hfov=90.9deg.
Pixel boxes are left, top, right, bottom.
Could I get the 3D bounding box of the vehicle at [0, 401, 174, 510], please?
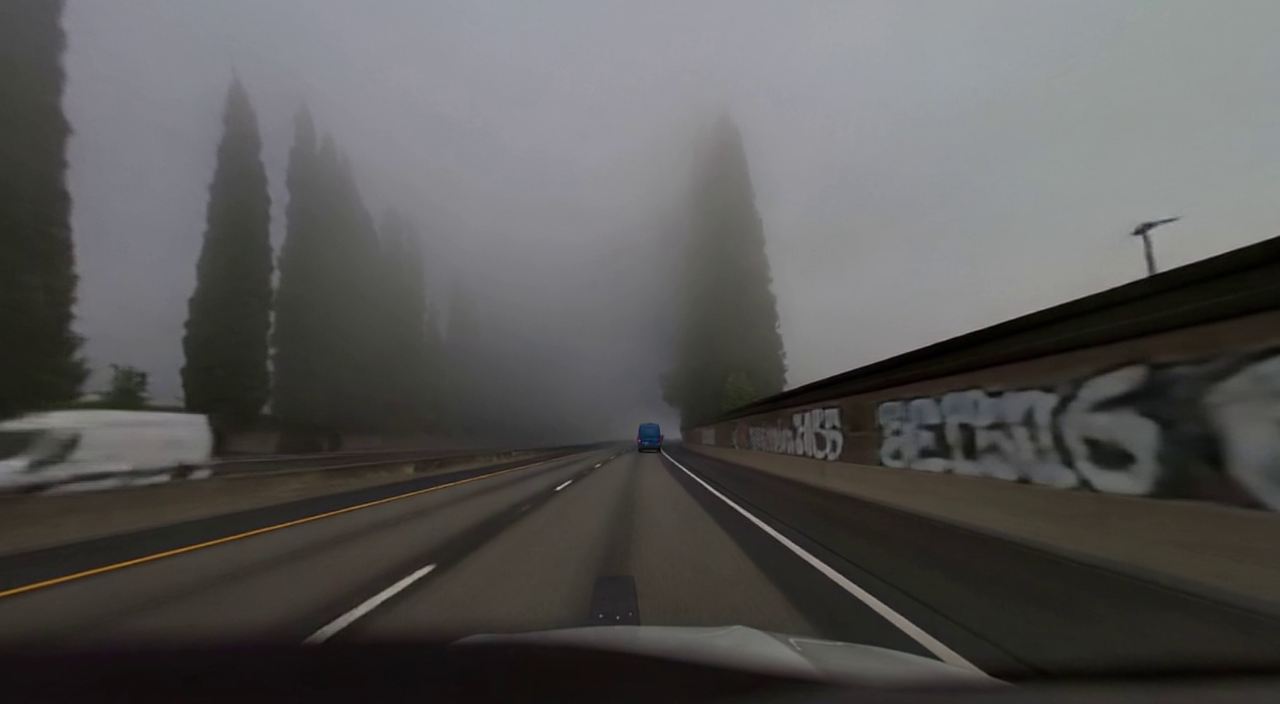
[{"bbox_3d":[-14.507,2.461,15.313,2.452,2.234,5.008,0,-8,0],"label":"vehicle"}]
